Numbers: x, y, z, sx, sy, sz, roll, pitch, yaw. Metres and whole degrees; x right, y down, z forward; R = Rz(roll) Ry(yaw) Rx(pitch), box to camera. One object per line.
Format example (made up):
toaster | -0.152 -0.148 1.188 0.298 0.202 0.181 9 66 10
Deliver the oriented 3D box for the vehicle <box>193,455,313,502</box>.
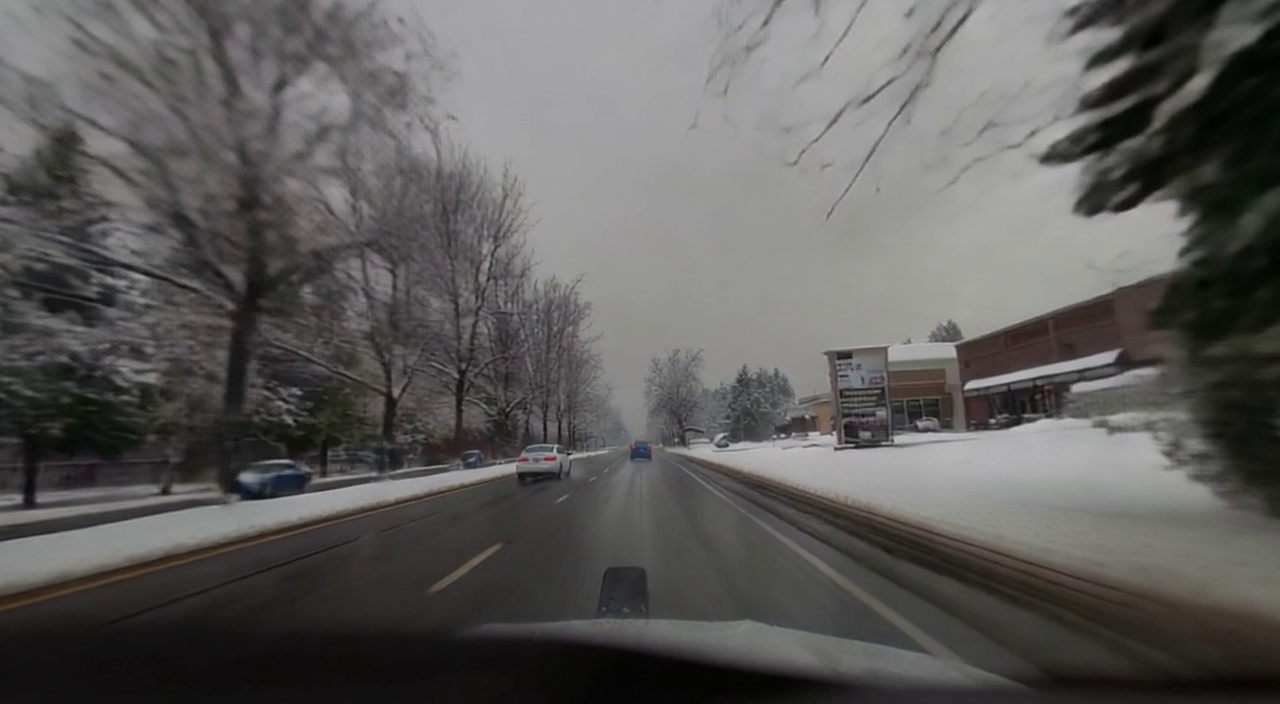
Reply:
vehicle | -15.260 4.961 25.206 1.752 1.590 4.745 0 -9 0

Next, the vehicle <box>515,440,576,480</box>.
vehicle | -4.087 4.732 27.871 1.914 1.630 4.351 0 -9 1
